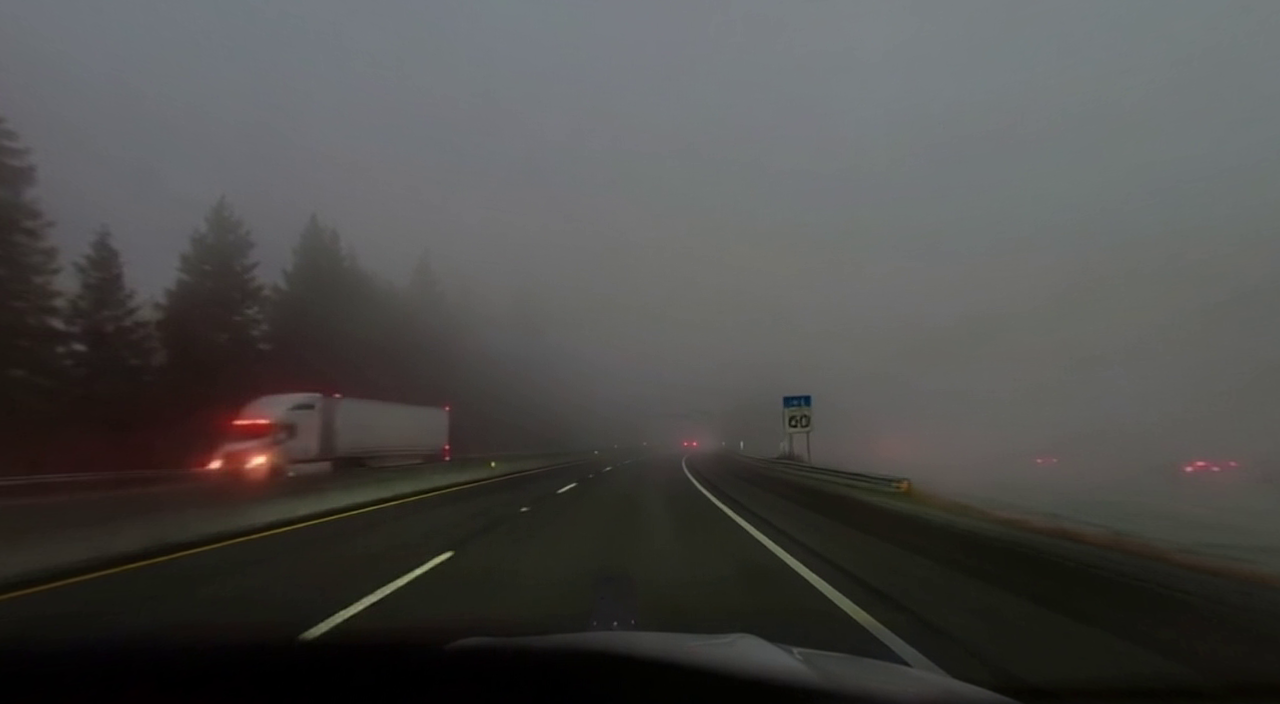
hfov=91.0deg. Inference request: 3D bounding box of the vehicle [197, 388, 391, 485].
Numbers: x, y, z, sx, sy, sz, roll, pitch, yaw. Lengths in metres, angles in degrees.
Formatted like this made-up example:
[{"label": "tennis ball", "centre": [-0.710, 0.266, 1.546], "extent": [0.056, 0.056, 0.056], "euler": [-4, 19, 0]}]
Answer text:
[{"label": "vehicle", "centre": [-15.964, 4.136, 30.591], "extent": [2.928, 3.840, 10.839], "euler": [-1, -8, 2]}]
